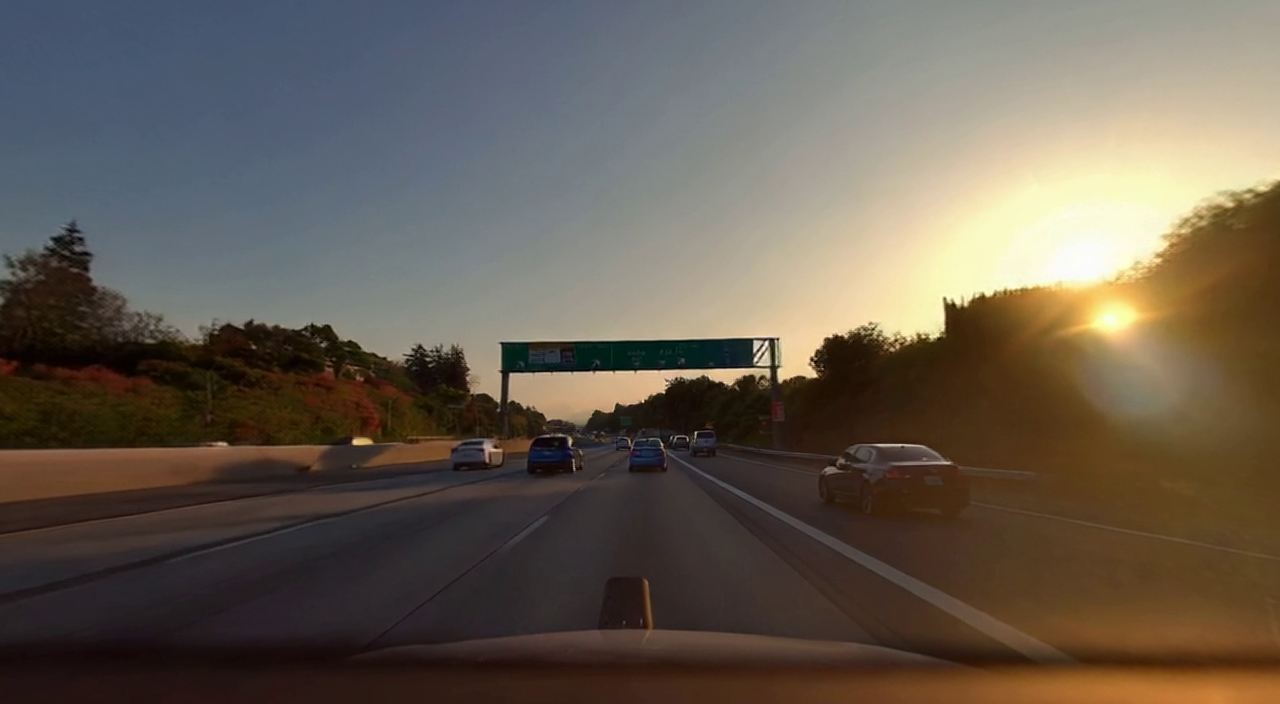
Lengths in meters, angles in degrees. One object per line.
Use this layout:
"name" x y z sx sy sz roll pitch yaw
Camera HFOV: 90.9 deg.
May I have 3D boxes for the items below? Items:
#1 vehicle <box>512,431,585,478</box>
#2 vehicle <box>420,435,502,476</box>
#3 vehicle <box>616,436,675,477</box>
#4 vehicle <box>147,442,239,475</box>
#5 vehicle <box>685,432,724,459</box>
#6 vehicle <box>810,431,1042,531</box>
"vehicle" -3.401 3.923 24.416 1.927 1.586 5.142 0 -8 2
"vehicle" -7.120 4.158 25.636 1.932 1.497 4.458 0 -8 1
"vehicle" 0.196 4.036 24.626 2.113 1.464 4.073 0 -8 0
"vehicle" -21.369 5.074 30.315 1.747 1.443 3.579 0 -8 0
"vehicle" 4.490 6.608 44.626 2.261 1.781 4.709 0 -8 -1
"vehicle" 4.791 2.204 11.452 2.030 1.442 4.358 0 -8 -2
